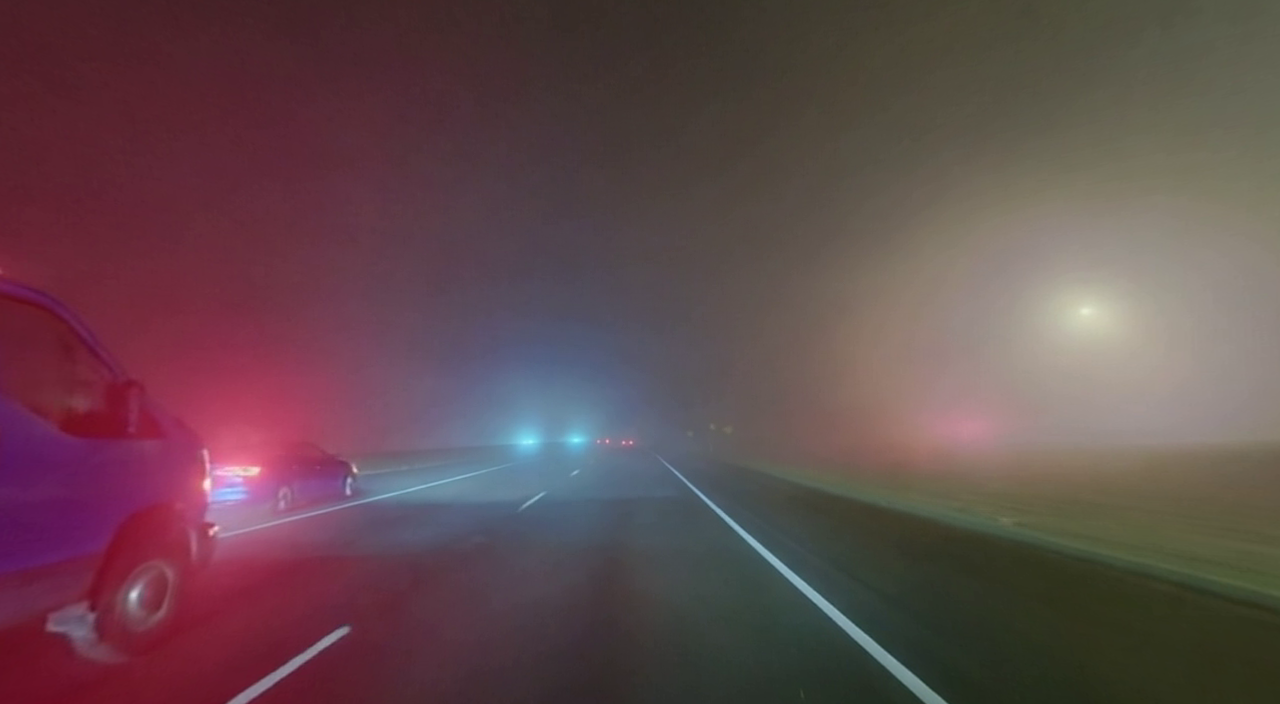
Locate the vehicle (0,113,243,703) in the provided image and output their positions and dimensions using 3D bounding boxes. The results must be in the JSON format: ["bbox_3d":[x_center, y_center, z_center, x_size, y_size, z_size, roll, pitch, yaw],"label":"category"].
[{"bbox_3d":[-4.204,0.016,0.876,2.428,2.782,7.330,0,-8,0],"label":"vehicle"}]

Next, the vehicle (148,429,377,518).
[{"bbox_3d":[-7.192,2.318,12.659,1.949,1.465,4.318,0,-8,0],"label":"vehicle"}]
